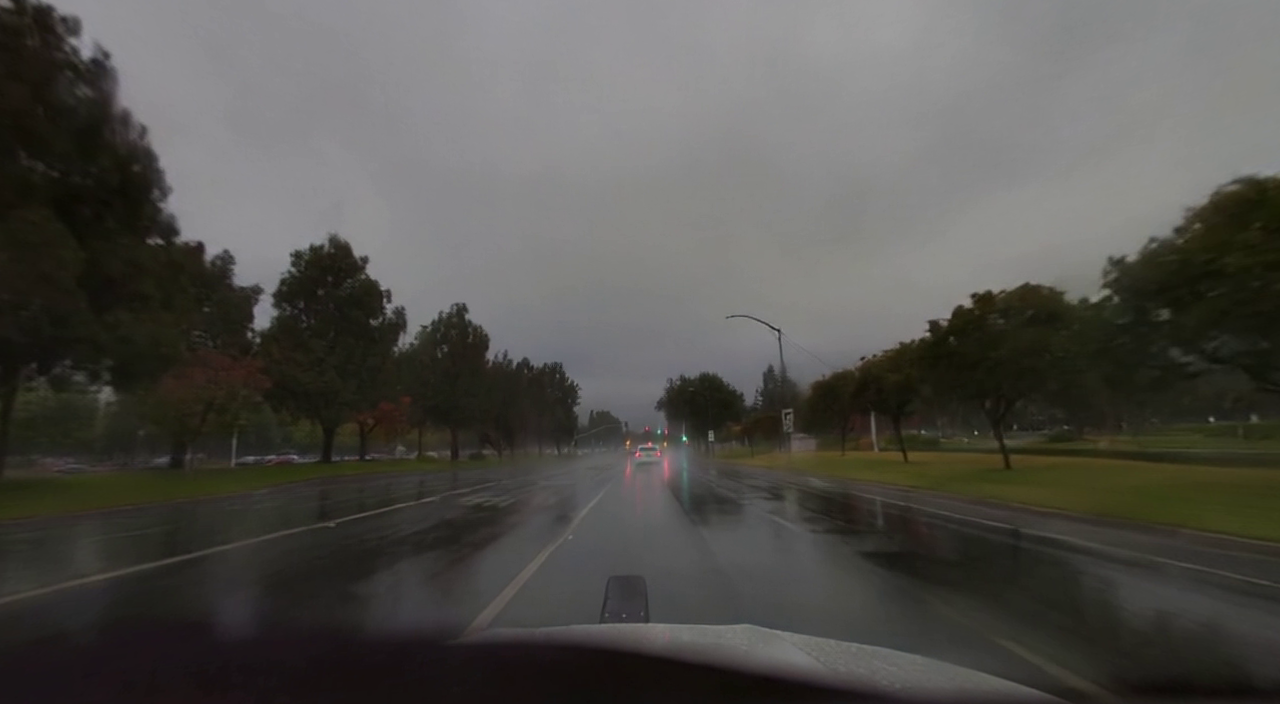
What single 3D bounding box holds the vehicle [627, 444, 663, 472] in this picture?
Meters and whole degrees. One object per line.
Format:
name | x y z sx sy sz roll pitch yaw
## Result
vehicle | 0.250 6.113 36.658 1.978 1.499 3.915 0 -8 -1
